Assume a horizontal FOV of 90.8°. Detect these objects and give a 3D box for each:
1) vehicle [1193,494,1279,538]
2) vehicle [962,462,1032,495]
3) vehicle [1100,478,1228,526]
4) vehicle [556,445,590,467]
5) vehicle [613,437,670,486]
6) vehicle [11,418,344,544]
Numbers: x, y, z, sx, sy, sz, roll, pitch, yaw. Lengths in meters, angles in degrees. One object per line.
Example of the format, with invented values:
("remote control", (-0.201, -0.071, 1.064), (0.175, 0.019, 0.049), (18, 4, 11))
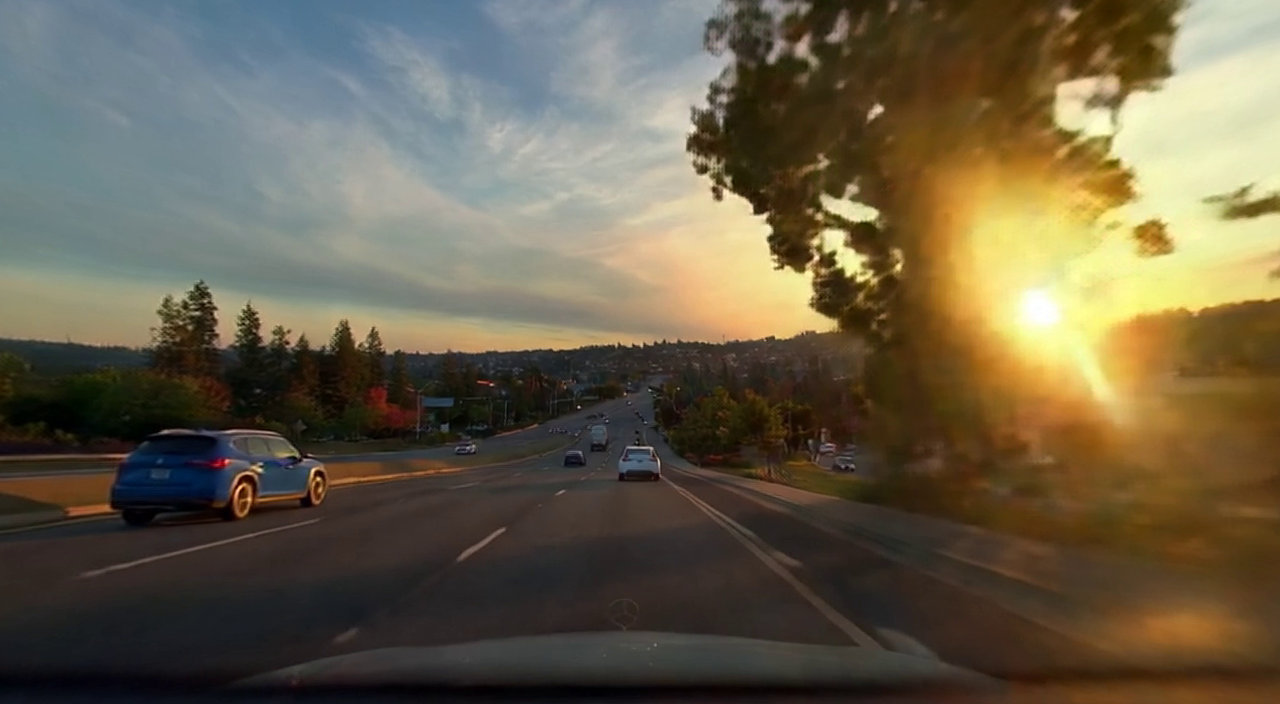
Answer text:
("vehicle", (27.645, 7.287, 27.804), (1.874, 1.577, 4.877), (5, -9, -8))
("vehicle", (25.656, 9.068, 45.619), (1.975, 1.950, 4.526), (-1, -7, -6))
("vehicle", (26.984, 7.695, 32.823), (1.858, 1.849, 4.942), (0, -7, -10))
("vehicle", (-5.118, 8.013, 48.846), (2.123, 1.592, 4.505), (0, -9, -1))
("vehicle", (0.029, 4.421, 25.805), (2.125, 1.830, 4.370), (0, -9, 0))
("vehicle", (-7.358, 2.094, 10.995), (1.997, 1.650, 5.090), (0, -9, -1))
